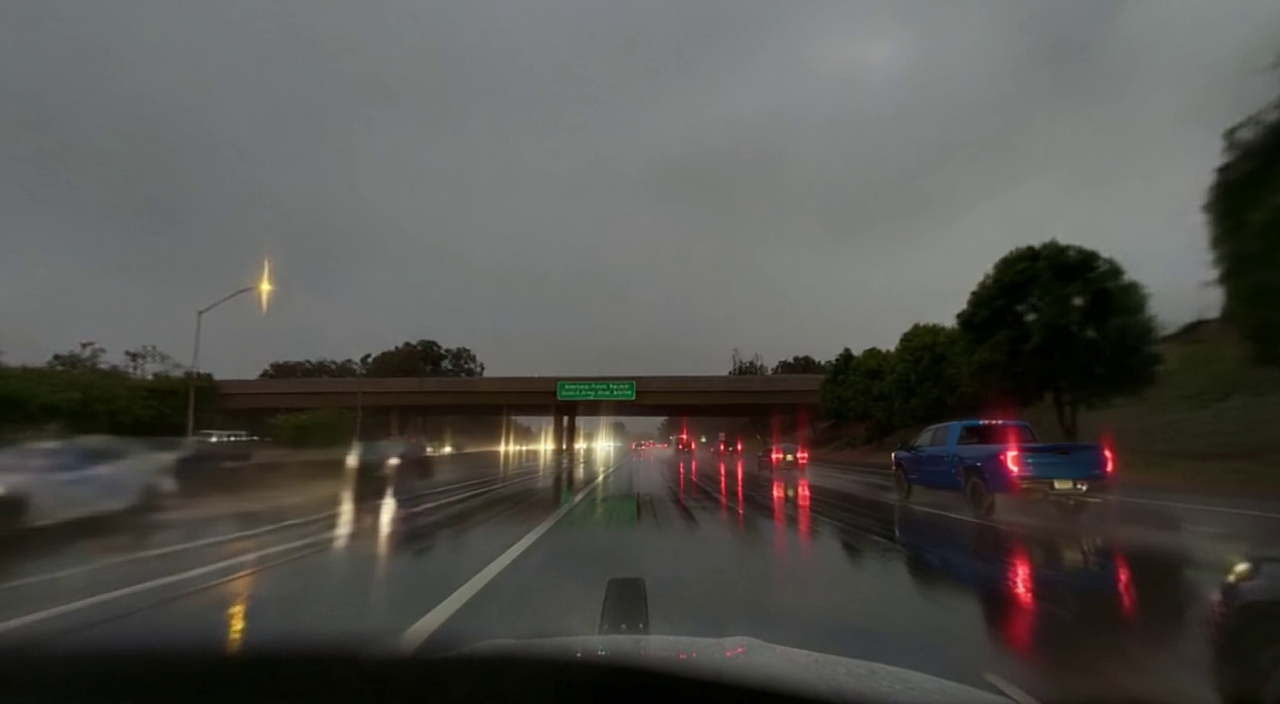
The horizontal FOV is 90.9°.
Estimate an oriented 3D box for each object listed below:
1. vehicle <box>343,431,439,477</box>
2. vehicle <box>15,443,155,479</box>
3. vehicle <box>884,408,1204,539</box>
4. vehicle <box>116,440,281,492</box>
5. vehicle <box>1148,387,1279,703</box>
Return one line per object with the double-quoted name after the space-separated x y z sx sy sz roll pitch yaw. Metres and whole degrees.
-11.298 4.663 29.148 2.202 1.907 5.474 0 -8 0 "vehicle"
-24.795 4.843 28.469 1.914 1.462 4.781 0 -8 0 "vehicle"
6.925 2.164 12.019 2.182 1.852 5.926 0 -8 0 "vehicle"
-14.425 3.718 21.076 1.963 1.498 4.861 0 -8 1 "vehicle"
3.198 0.596 0.163 2.119 1.524 4.807 0 -8 0 "vehicle"
